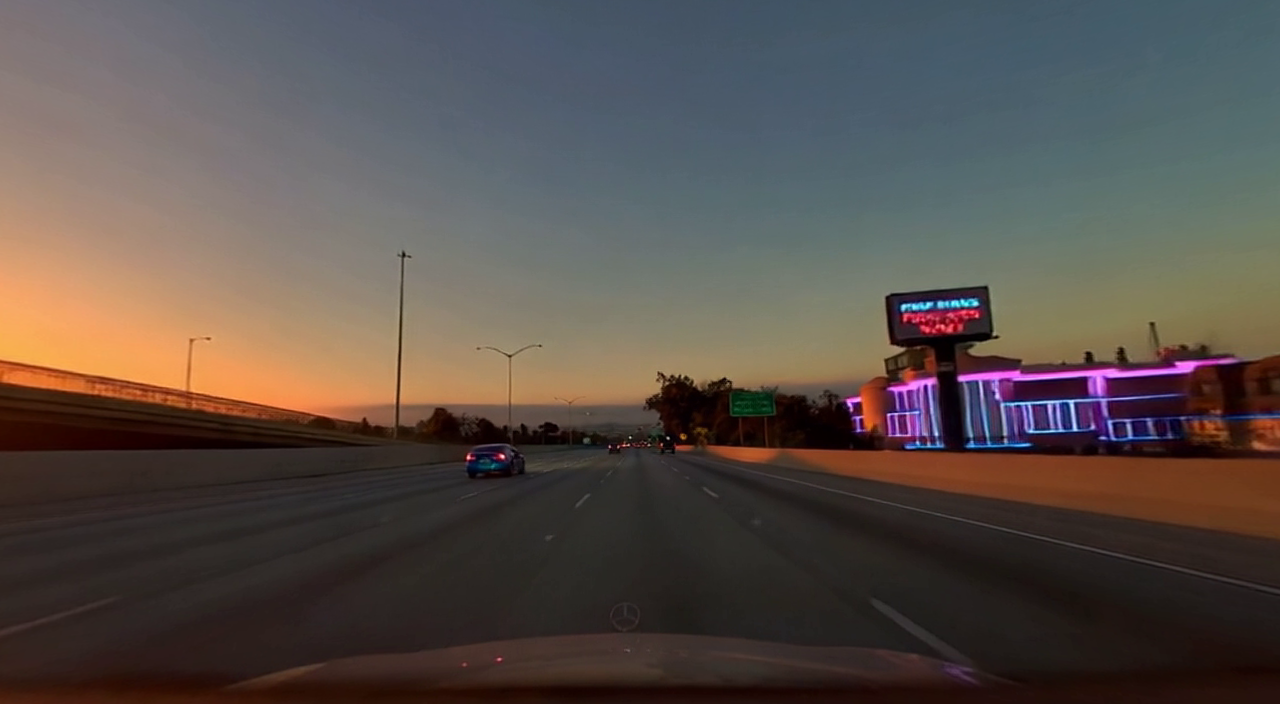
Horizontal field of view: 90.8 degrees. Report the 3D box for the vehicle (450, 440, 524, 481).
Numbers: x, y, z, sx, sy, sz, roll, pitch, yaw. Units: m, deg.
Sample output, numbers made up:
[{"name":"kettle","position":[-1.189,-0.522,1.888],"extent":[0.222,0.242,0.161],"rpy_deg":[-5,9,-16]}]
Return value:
[{"name":"vehicle","position":[-6.198,4.448,26.149],"extent":[1.990,1.529,4.288],"rpy_deg":[0,-8,0]}]
